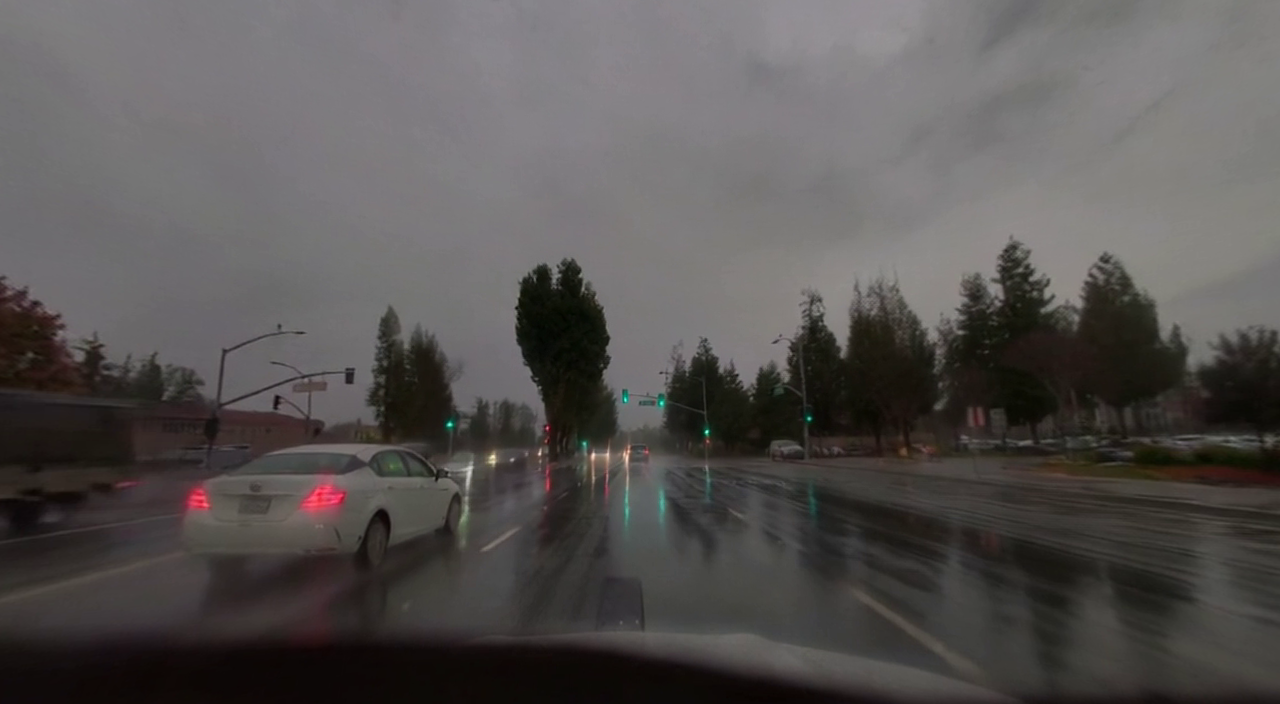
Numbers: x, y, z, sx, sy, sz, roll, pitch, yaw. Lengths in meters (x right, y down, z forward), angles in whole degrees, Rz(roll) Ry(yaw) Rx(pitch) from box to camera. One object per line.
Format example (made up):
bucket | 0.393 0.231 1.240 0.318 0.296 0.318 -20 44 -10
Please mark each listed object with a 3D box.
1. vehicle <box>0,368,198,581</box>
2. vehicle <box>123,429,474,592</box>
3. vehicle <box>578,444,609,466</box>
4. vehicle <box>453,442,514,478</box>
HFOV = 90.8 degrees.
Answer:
vehicle | -7.319 1.117 5.680 2.274 2.040 6.031 0 -9 0
vehicle | -3.612 1.739 7.845 1.905 1.418 4.396 0 -9 0
vehicle | -3.577 8.056 49.492 2.103 1.592 4.160 0 -9 0
vehicle | -7.737 5.371 31.614 1.964 1.627 4.147 0 -9 0
